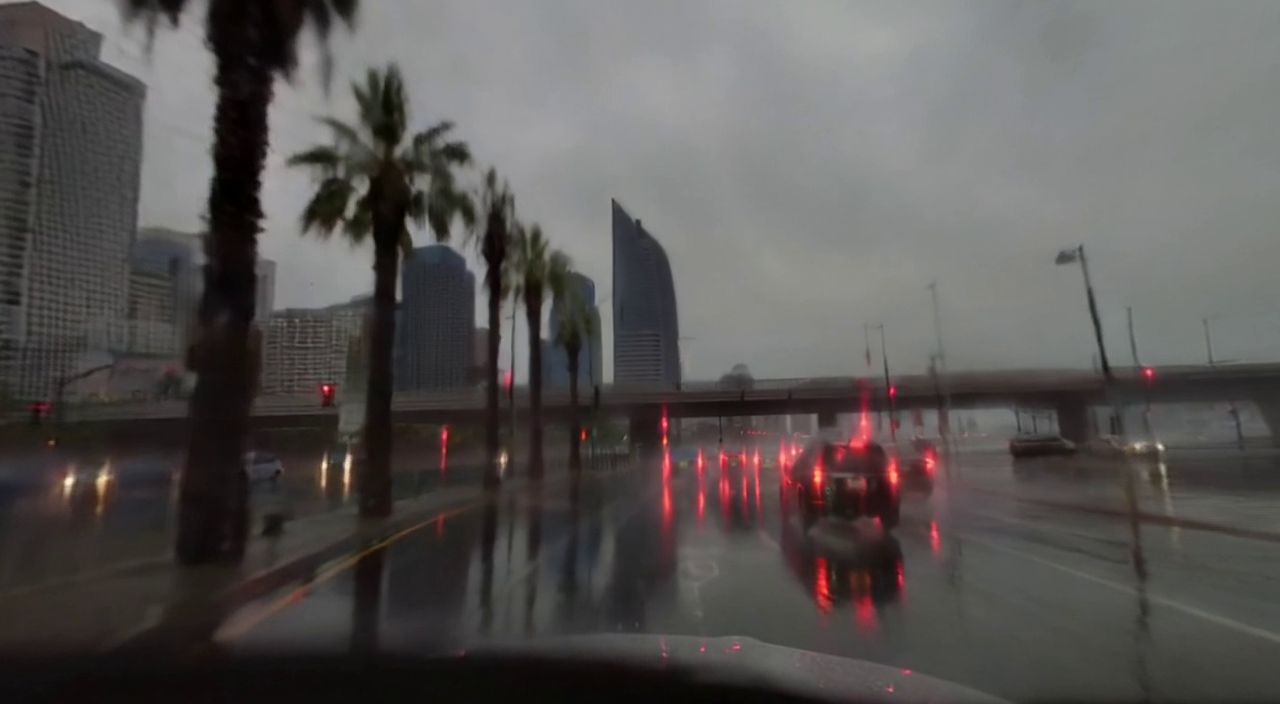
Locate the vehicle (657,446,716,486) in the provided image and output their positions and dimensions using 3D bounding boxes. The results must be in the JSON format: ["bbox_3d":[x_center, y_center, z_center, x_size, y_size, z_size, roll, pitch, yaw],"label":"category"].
[{"bbox_3d":[2.005,4.636,25.932,2.077,1.518,3.760,-2,-9,9],"label":"vehicle"}]

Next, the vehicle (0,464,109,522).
[{"bbox_3d":[-18.368,4.079,18.446,1.912,1.482,4.495,0,-9,-4],"label":"vehicle"}]

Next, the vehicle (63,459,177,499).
[{"bbox_3d":[-21.708,5.280,26.473,1.693,1.505,3.698,0,-9,-2],"label":"vehicle"}]

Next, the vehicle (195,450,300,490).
[{"bbox_3d":[-18.543,5.560,30.055,2.040,1.749,4.796,0,-9,-2],"label":"vehicle"}]

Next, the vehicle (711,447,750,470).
[{"bbox_3d":[6.394,7.438,43.992,2.134,1.492,4.674,-3,-9,15],"label":"vehicle"}]

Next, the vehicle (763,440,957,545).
[{"bbox_3d":[3.684,2.434,11.687,2.051,1.509,4.933,-1,-9,3],"label":"vehicle"}]

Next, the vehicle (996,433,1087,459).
[{"bbox_3d":[31.661,7.437,49.744,5.771,2.019,2.293,1,-9,-7],"label":"vehicle"}]

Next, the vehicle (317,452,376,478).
[{"bbox_3d":[-21.984,8.470,47.320,2.106,1.791,4.618,0,-9,1],"label":"vehicle"}]
